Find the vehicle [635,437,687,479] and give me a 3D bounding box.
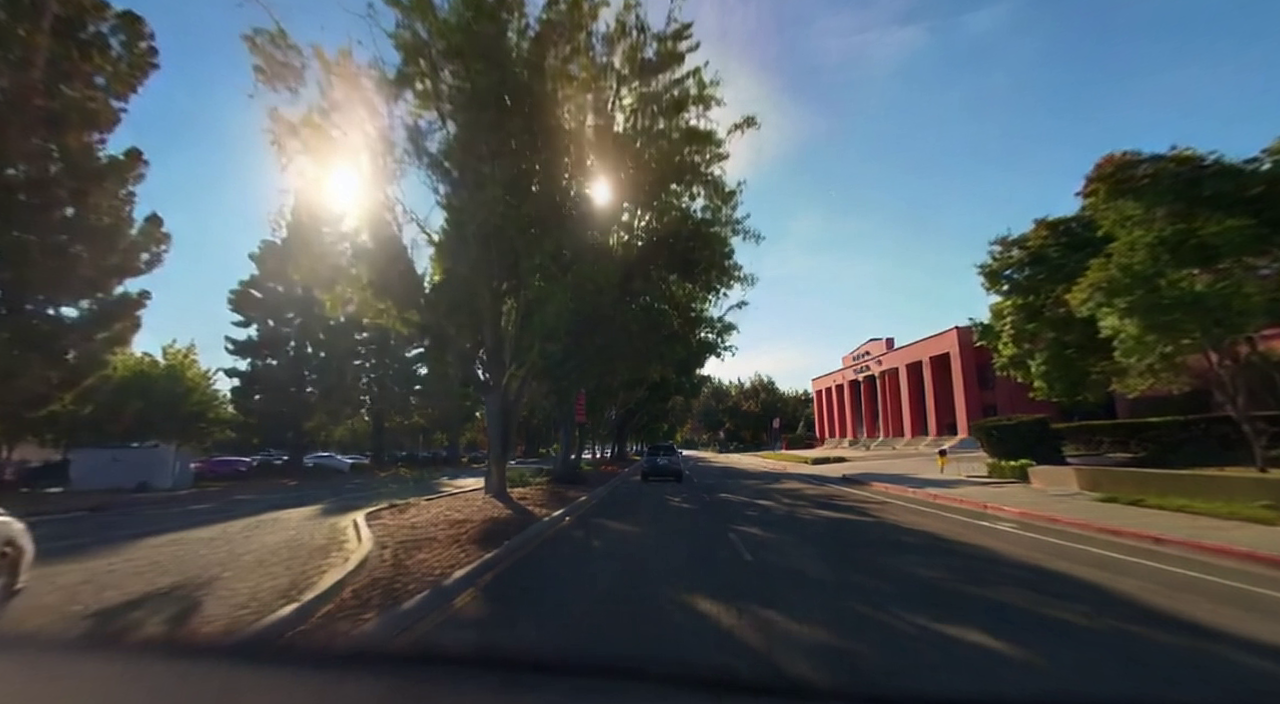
[{"bbox_3d":[0.930,4.680,28.170,2.123,1.703,4.292,-1,-8,2],"label":"vehicle"}]
